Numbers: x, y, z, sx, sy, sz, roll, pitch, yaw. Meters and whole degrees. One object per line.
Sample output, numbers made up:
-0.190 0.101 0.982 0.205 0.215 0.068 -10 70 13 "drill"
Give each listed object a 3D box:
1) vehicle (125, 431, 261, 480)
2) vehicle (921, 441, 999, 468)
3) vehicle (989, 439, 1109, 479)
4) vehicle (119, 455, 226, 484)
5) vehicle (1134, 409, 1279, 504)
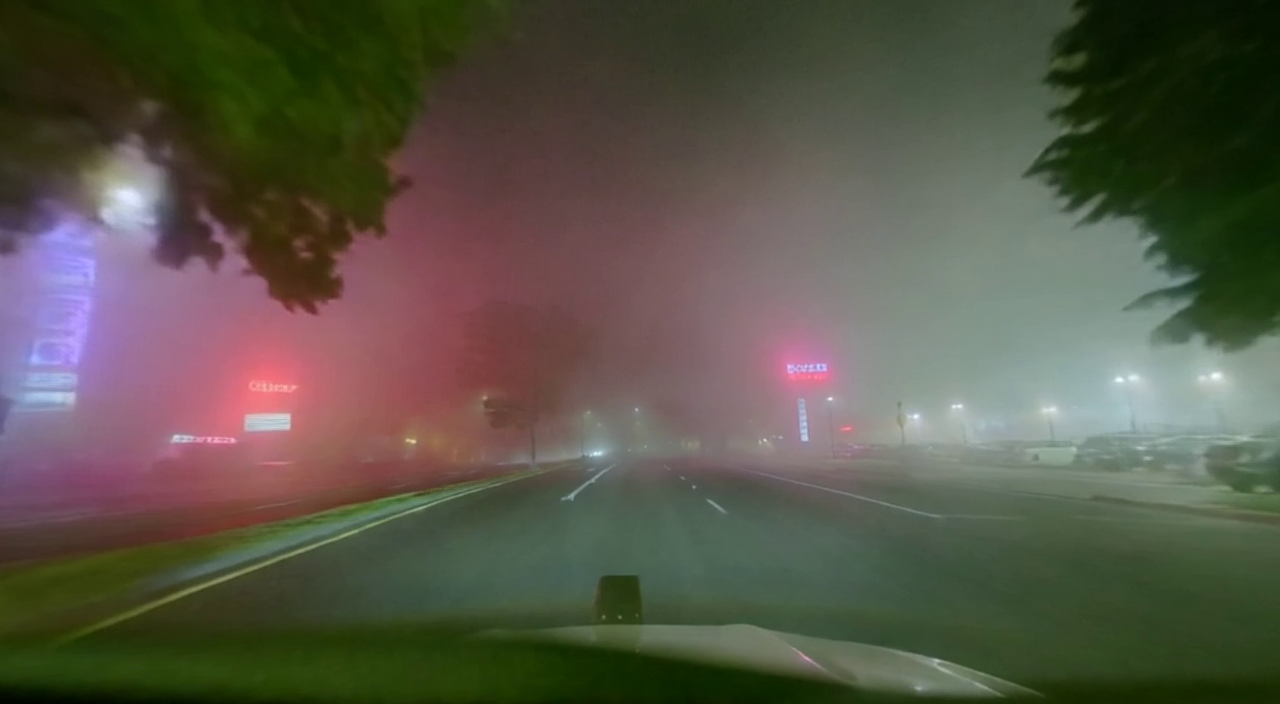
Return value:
-28.190 6.527 40.058 6.354 2.899 2.812 0 -9 -1 "vehicle"
18.664 5.987 37.077 1.846 1.466 4.679 0 -9 -4 "vehicle"
16.470 4.341 25.788 1.880 1.477 4.556 -1 -9 1 "vehicle"
-27.487 6.919 37.263 4.564 1.494 2.183 -2 -10 -2 "vehicle"
14.949 2.394 14.772 2.235 2.016 5.481 -3 -9 0 "vehicle"
